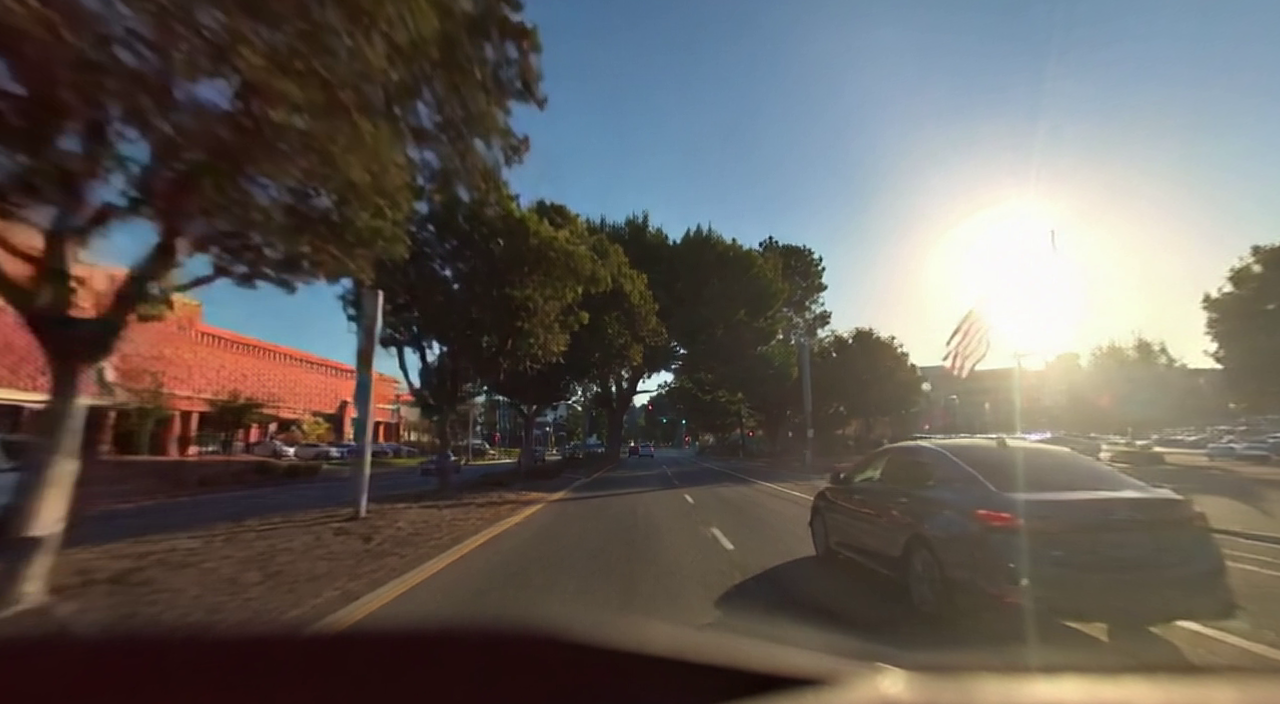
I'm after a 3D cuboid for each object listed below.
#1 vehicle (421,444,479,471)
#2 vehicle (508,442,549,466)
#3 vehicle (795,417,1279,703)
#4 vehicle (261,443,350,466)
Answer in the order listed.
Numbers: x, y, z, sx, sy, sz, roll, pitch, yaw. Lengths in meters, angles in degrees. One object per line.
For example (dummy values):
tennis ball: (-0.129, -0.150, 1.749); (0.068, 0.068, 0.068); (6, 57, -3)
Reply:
vehicle: (-11.340, 6.323, 37.942); (1.938, 1.487, 4.623); (0, -8, 1)
vehicle: (-7.597, 6.981, 43.257); (1.904, 1.501, 4.313); (0, -8, 2)
vehicle: (3.014, 1.417, 5.499); (2.091, 1.472, 4.697); (0, -8, 0)
vehicle: (-23.156, 7.121, 43.817); (4.980, 1.521, 2.089); (0, -8, 0)
